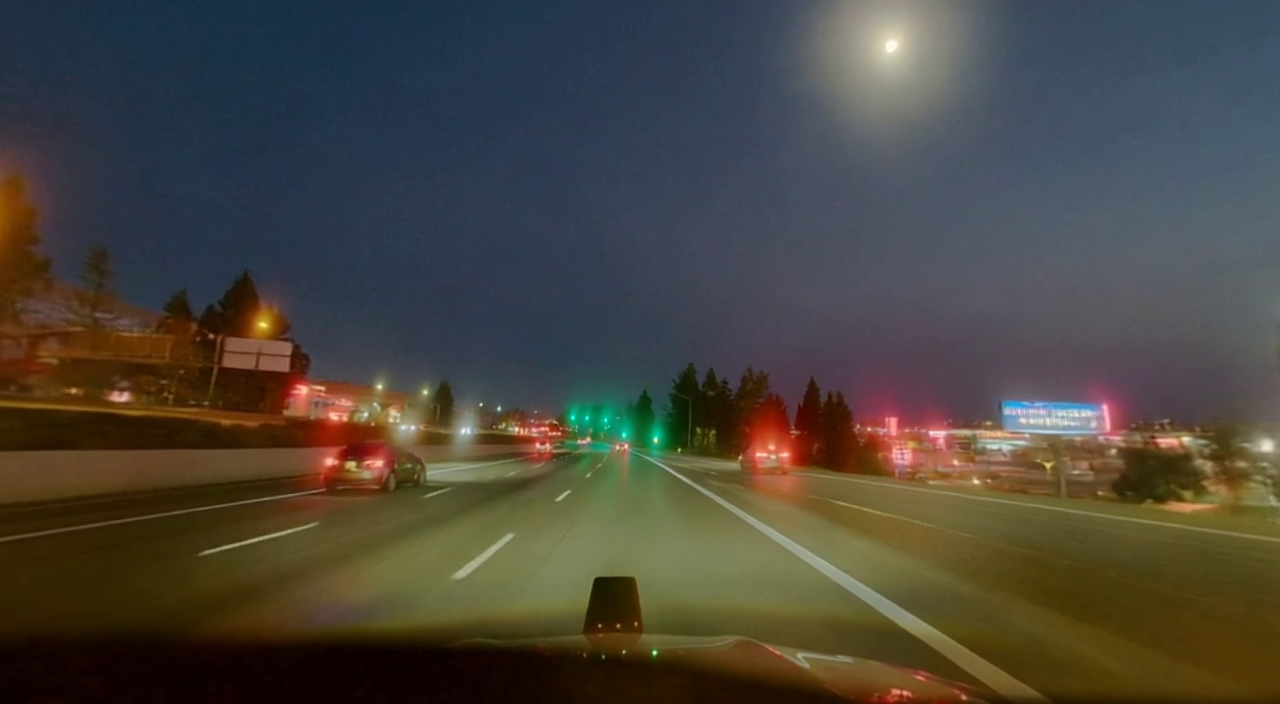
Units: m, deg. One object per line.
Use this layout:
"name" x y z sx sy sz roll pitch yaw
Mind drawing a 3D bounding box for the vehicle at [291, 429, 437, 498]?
"vehicle" -7.596 3.128 18.060 2.030 1.672 4.913 0 -9 -1

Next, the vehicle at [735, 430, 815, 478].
"vehicle" 5.341 4.115 25.627 2.023 1.782 4.193 0 -9 -4
